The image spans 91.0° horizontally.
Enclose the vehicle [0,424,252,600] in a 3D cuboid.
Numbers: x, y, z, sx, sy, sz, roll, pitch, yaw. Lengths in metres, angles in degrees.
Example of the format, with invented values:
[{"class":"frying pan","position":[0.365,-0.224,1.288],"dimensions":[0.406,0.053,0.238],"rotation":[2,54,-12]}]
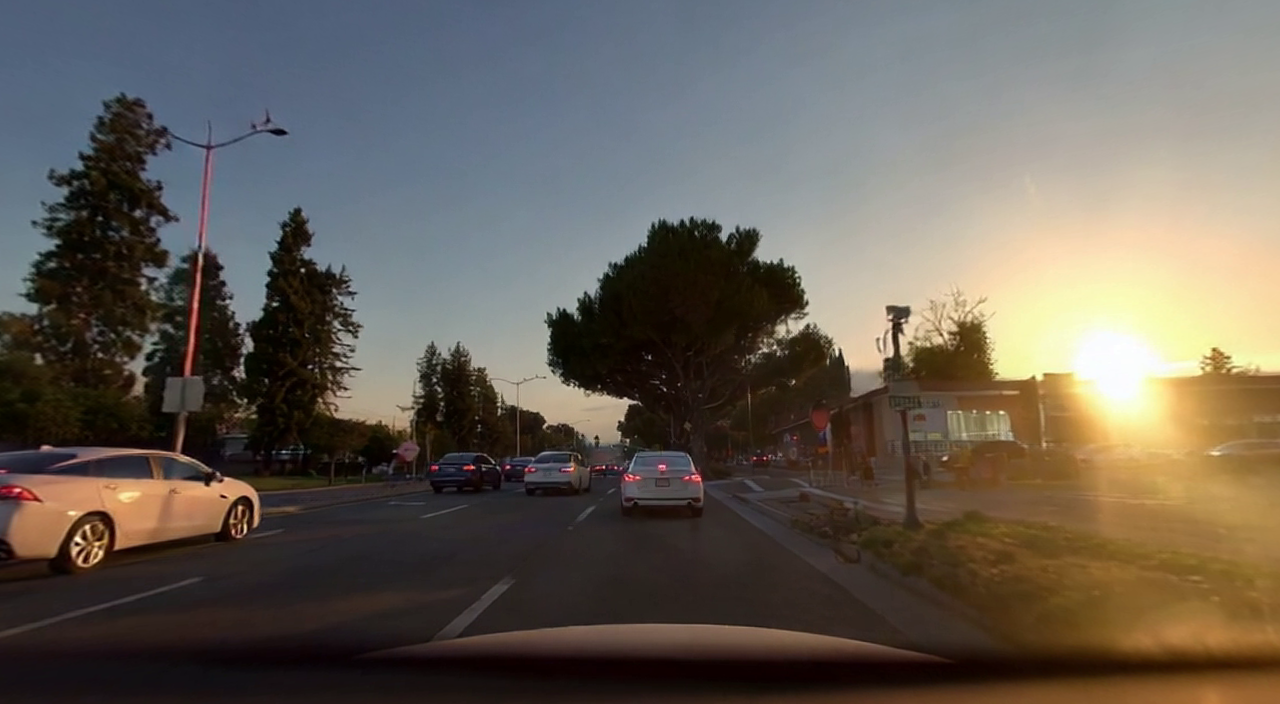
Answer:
[{"class":"vehicle","position":[-7.058,1.761,7.593],"dimensions":[1.968,1.657,4.230],"rotation":[0,-9,1]}]

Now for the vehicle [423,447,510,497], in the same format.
[{"class":"vehicle","position":[-6.731,4.655,24.993],"dimensions":[2.032,1.767,4.549],"rotation":[0,-9,1]}]

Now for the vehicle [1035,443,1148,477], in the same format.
[{"class":"vehicle","position":[22.429,5.384,31.407],"dimensions":[4.220,1.550,1.935],"rotation":[-9,-13,43]}]

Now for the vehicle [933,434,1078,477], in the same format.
[{"class":"vehicle","position":[18.215,5.144,31.607],"dimensions":[5.852,1.962,2.323],"rotation":[-8,-11,41]}]

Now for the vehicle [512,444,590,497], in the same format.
[{"class":"vehicle","position":[-3.145,4.306,23.332],"dimensions":[2.055,1.725,4.732],"rotation":[0,-9,2]}]

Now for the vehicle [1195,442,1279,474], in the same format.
[{"class":"vehicle","position":[30.468,5.215,31.128],"dimensions":[1.757,1.496,4.200],"rotation":[8,-11,-42]}]

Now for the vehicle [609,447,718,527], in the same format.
[{"class":"vehicle","position":[0.491,2.903,14.155],"dimensions":[2.091,1.494,3.962],"rotation":[0,-9,1]}]
